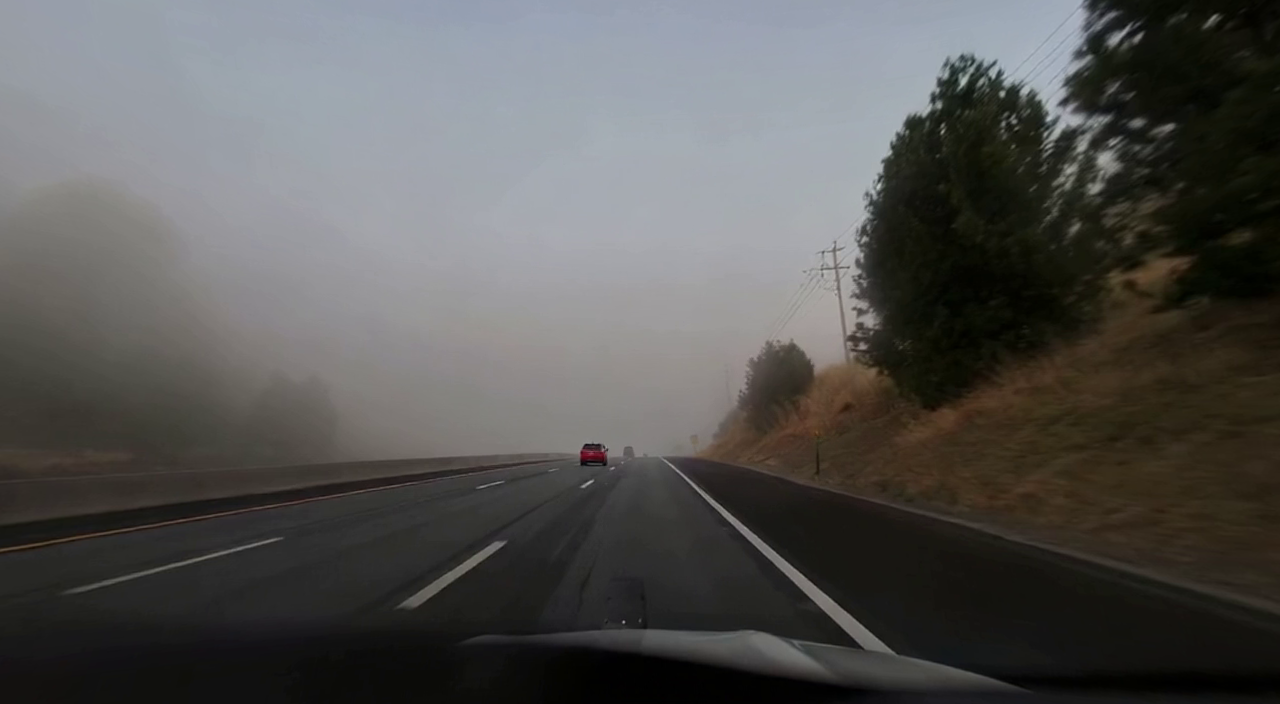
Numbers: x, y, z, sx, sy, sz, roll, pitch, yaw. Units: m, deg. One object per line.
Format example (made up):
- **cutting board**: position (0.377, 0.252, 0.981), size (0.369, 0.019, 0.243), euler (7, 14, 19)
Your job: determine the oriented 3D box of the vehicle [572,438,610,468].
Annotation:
- **vehicle**: position (-3.217, 6.752, 42.385), size (2.136, 1.845, 4.515), euler (0, -8, 1)
